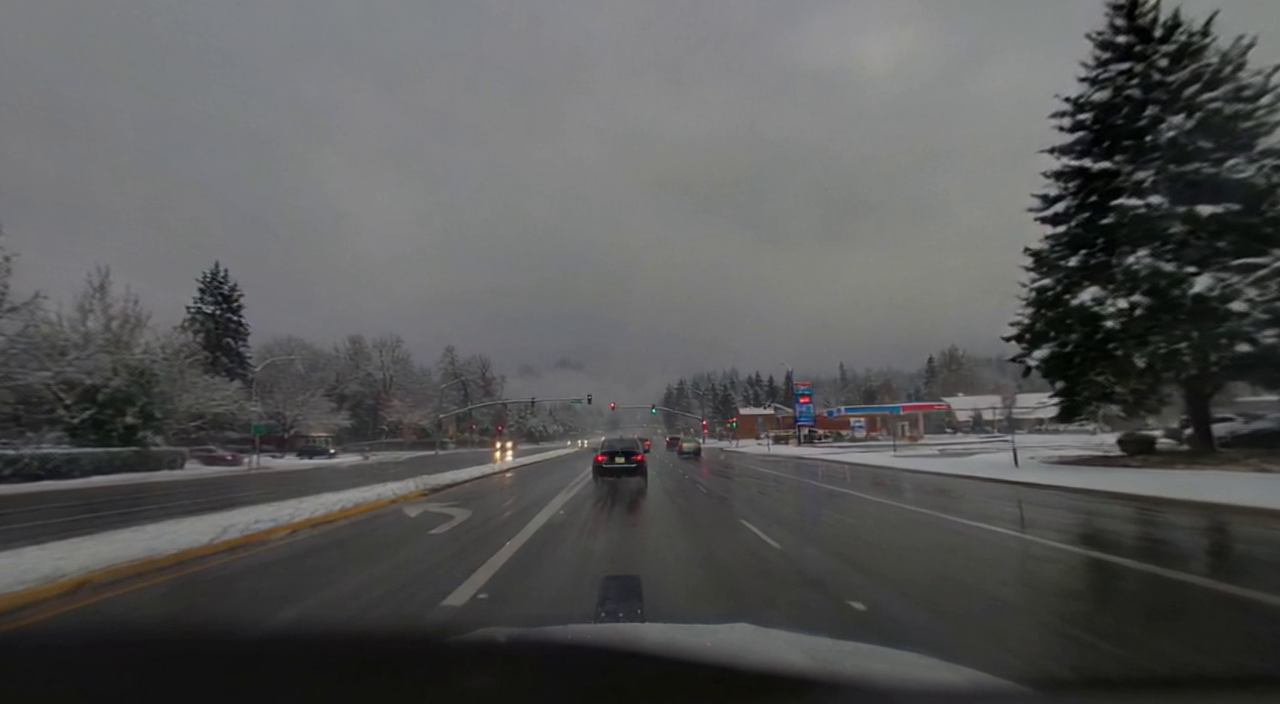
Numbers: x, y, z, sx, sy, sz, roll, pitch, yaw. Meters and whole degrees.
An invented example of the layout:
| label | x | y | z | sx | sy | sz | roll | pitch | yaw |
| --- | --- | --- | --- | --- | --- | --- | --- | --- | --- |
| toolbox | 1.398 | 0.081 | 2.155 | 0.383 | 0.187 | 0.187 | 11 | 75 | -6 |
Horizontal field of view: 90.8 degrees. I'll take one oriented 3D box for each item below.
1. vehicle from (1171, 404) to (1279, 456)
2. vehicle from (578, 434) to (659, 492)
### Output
| label | x | y | z | sx | sy | sz | roll | pitch | yaw |
| --- | --- | --- | --- | --- | --- | --- | --- | --- | --- |
| vehicle | 30.370 | 4.003 | 31.792 | 2.305 | 2.369 | 5.485 | 0 | -8 | -1 |
| vehicle | -0.544 | 3.081 | 17.874 | 2.040 | 1.451 | 3.736 | 0 | -8 | 0 |
